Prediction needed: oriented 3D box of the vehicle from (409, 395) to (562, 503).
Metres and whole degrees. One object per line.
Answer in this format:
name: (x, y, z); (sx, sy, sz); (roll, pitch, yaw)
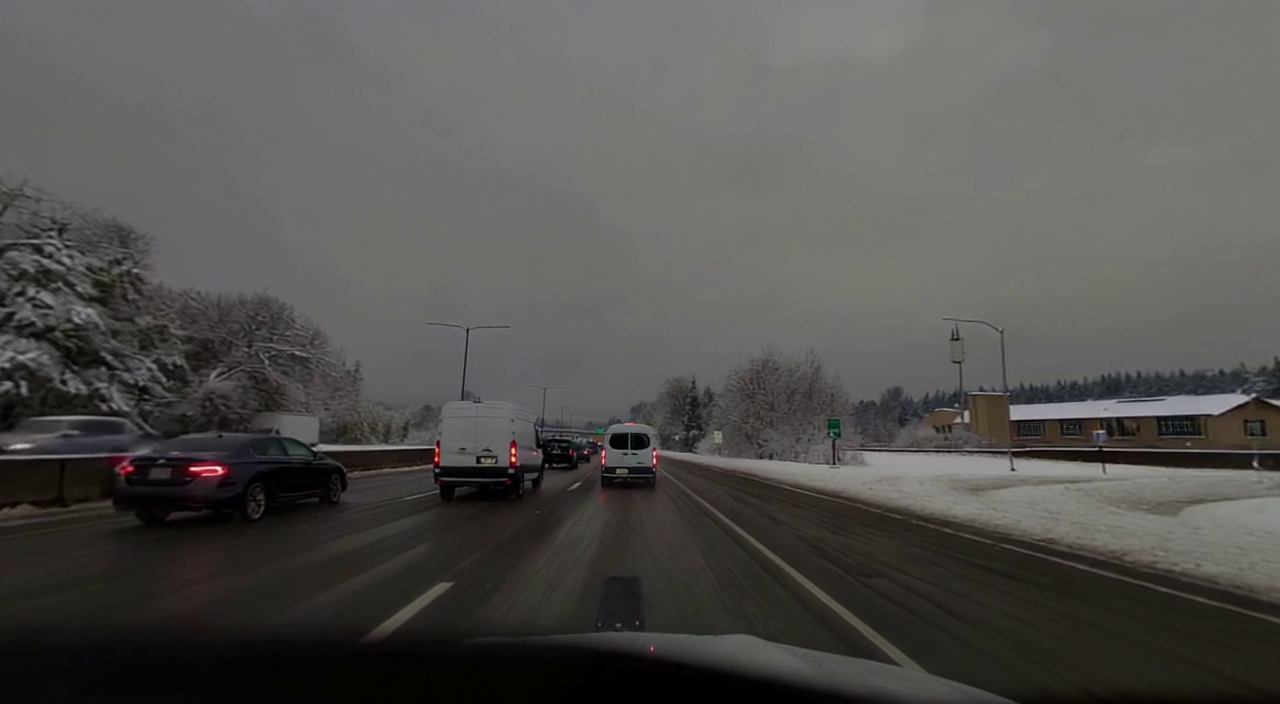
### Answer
vehicle: (-3.645, 2.511, 16.394); (2.504, 2.276, 5.933); (0, -9, 0)

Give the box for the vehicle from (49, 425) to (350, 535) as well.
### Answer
vehicle: (-7.125, 2.109, 10.998); (1.959, 1.493, 4.575); (0, -9, 0)

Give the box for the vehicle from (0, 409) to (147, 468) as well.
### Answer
vehicle: (-15.938, 2.427, 17.517); (1.587, 1.464, 3.566); (0, -9, -2)

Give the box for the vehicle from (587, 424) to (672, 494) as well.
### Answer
vehicle: (-0.256, 3.100, 18.532); (2.207, 1.807, 4.199); (0, -9, 1)
